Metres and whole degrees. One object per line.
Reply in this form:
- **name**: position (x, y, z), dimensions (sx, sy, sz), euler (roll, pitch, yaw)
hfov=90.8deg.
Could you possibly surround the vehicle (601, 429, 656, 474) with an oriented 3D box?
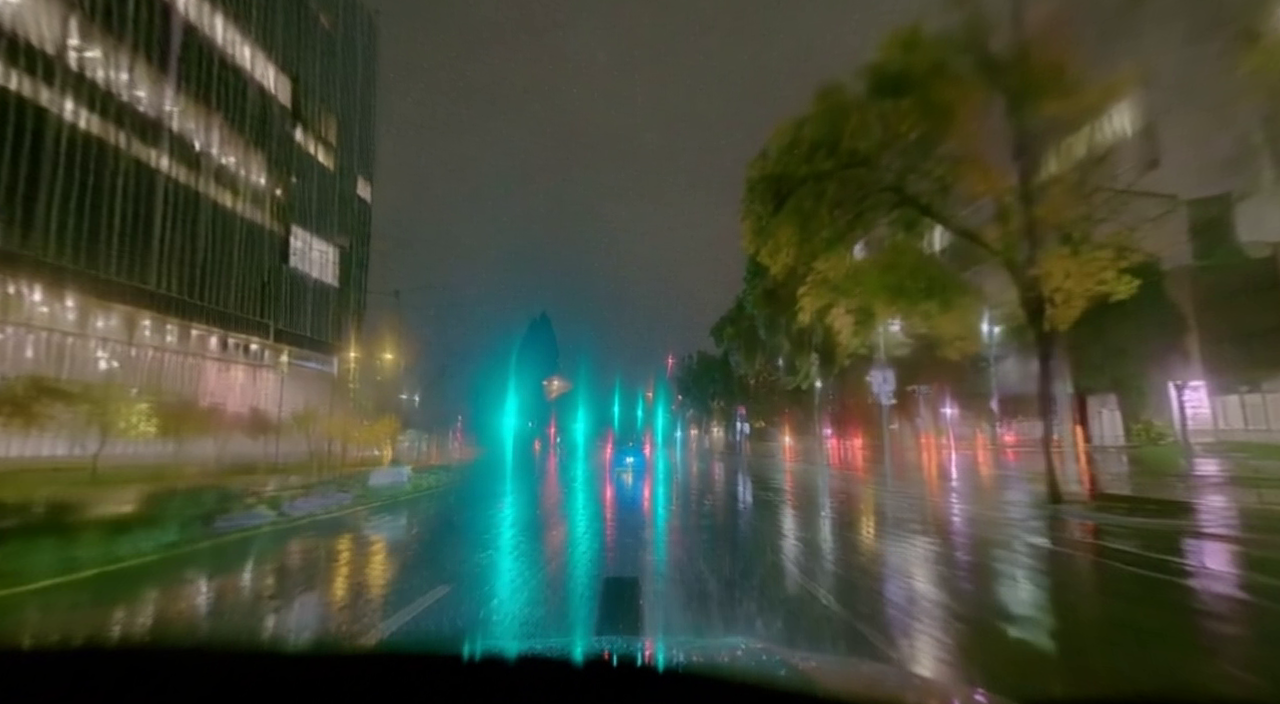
- **vehicle**: position (-0.510, 4.548, 28.952), dimensions (2.313, 1.860, 4.319), euler (0, -9, 0)
